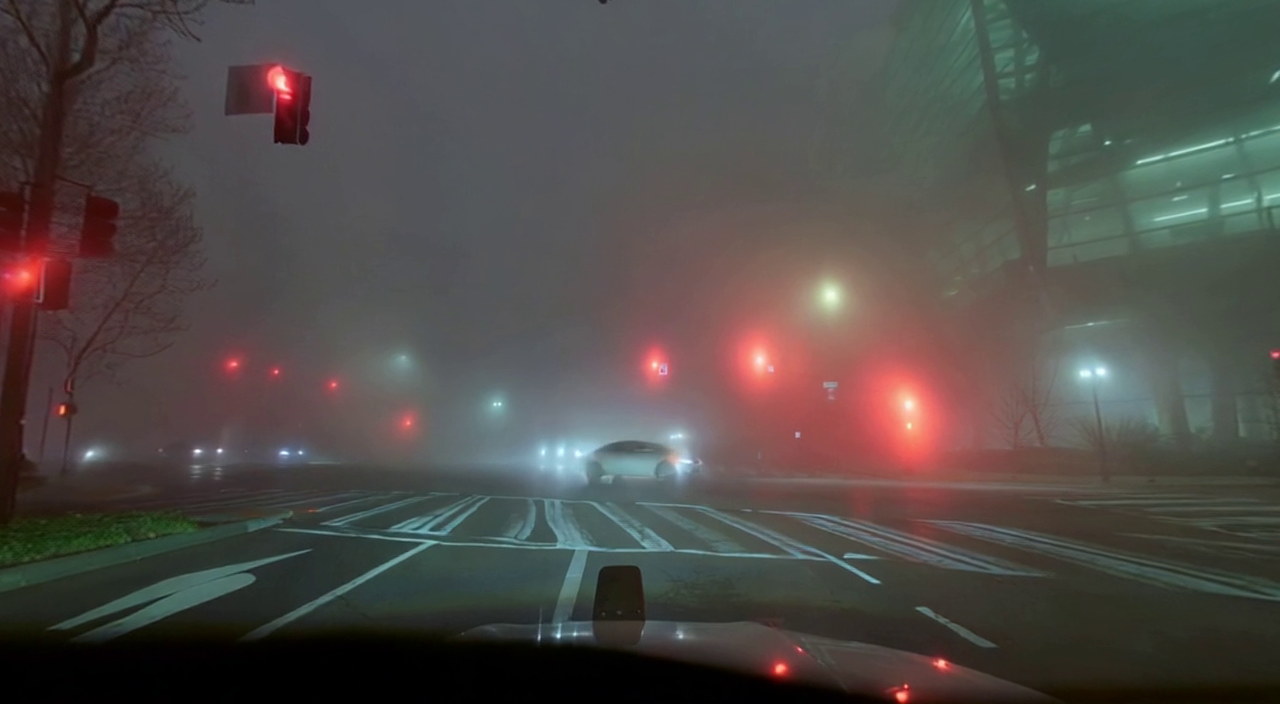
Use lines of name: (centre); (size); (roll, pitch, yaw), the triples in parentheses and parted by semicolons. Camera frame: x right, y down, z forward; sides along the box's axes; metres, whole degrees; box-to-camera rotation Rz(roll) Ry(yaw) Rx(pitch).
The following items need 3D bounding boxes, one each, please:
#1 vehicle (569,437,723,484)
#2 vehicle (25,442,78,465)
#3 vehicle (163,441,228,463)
vehicle: (0.108, 3.909, 22.983); (5.408, 1.505, 2.091); (-7, -11, 37)
vehicle: (-38.297, 6.565, 41.088); (4.323, 1.390, 1.953); (-8, -11, 41)
vehicle: (-30.481, 6.827, 43.282); (4.380, 1.455, 1.869); (-5, -10, 30)
